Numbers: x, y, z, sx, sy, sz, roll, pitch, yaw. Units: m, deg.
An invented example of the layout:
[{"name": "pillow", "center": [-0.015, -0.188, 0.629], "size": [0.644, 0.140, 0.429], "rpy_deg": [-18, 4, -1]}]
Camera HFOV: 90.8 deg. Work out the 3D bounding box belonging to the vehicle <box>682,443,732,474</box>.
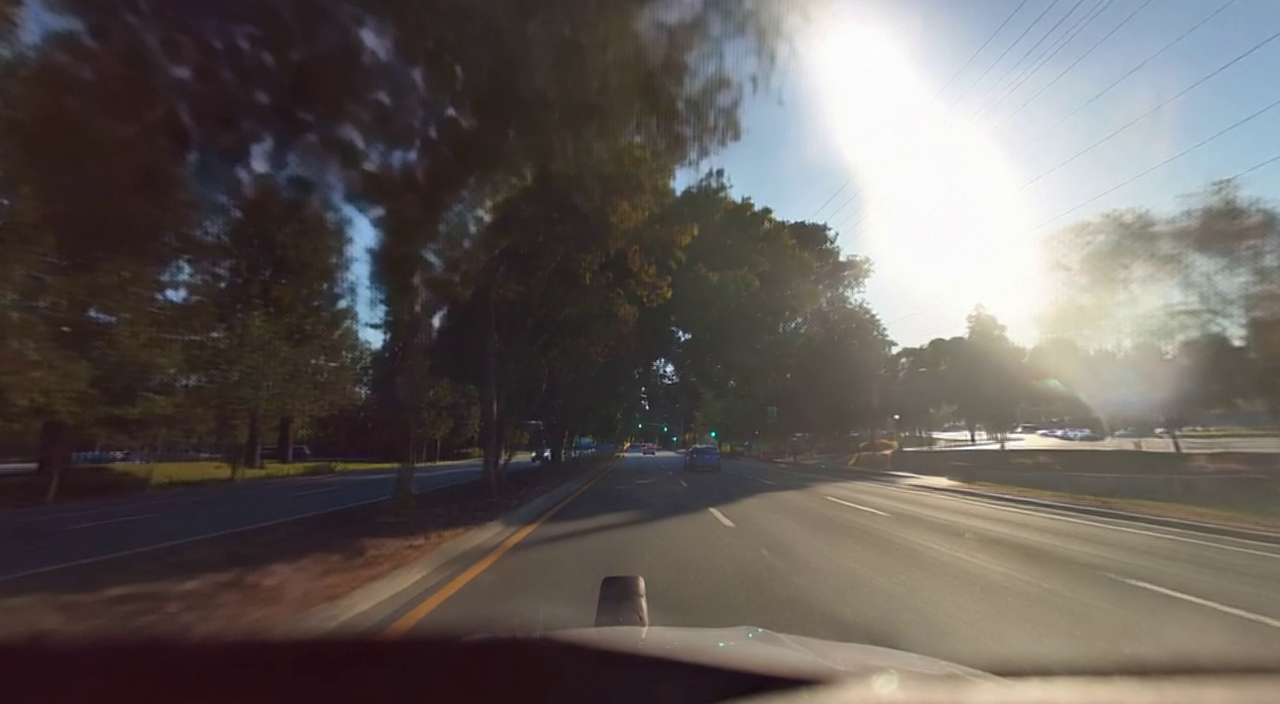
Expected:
[{"name": "vehicle", "center": [3.344, 5.409, 32.314], "size": [2.056, 1.483, 4.091], "rpy_deg": [0, -8, -1]}]
